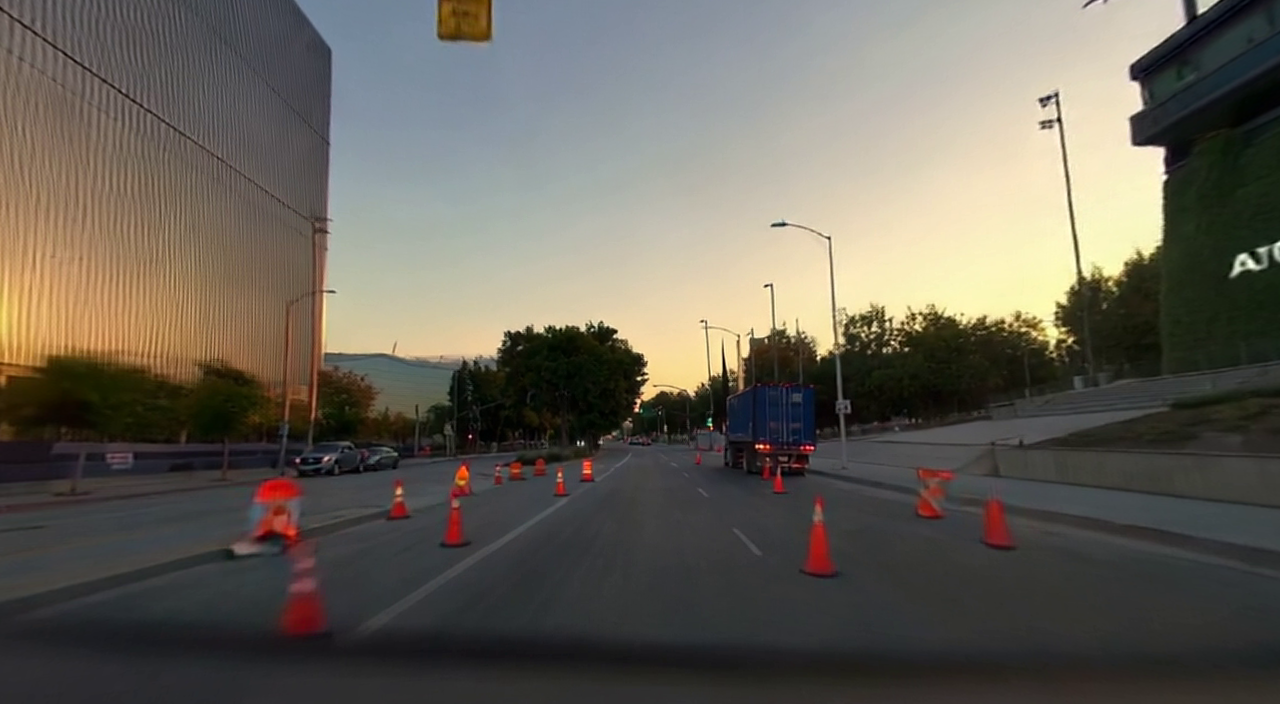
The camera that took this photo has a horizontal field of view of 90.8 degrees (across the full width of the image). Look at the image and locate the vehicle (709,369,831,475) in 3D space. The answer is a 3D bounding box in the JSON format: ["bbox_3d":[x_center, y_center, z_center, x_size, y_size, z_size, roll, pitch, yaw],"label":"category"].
[{"bbox_3d":[5.371,3.305,28.450,3.176,3.913,9.805,0,-8,-1],"label":"vehicle"}]

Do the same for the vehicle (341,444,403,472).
[{"bbox_3d":[-16.914,6.686,40.138,1.925,1.665,4.893,0,-8,-1],"label":"vehicle"}]

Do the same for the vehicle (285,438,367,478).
[{"bbox_3d":[-16.888,5.700,34.277,1.937,1.984,4.928,0,-8,0],"label":"vehicle"}]
